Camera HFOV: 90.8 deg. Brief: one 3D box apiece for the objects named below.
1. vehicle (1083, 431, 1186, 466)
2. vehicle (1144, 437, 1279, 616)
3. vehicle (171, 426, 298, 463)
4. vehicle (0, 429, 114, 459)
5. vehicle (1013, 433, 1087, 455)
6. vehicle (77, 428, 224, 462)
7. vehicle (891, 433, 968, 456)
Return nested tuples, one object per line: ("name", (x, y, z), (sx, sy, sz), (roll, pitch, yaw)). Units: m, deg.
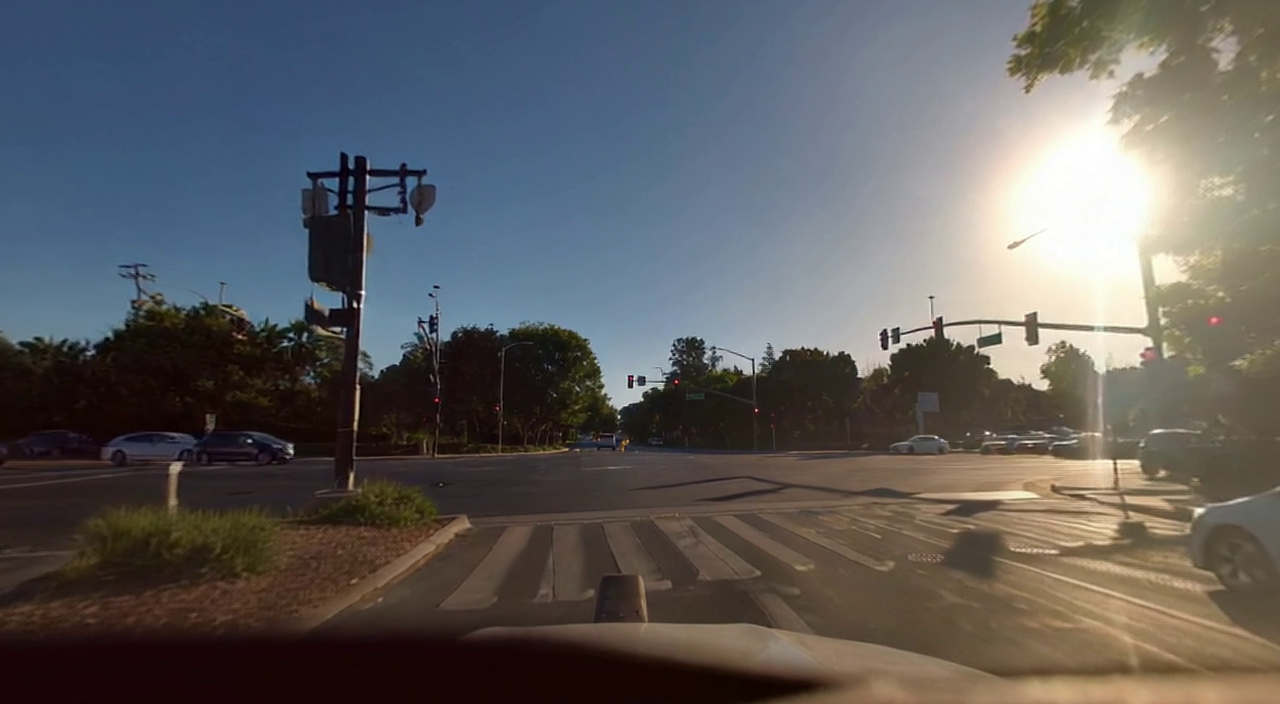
("vehicle", (23.501, 4.577, 30.013), (4.515, 1.543, 1.872), (4, -9, -25))
("vehicle", (6.059, 1.286, 4.281), (1.815, 1.417, 4.125), (0, -8, -1))
("vehicle", (-17.879, 4.114, 28.103), (4.331, 1.544, 1.896), (3, -9, -18))
("vehicle", (-30.562, 4.751, 32.608), (4.683, 1.495, 2.119), (3, -9, -18))
("vehicle", (30.130, 6.752, 46.406), (4.481, 1.561, 2.001), (3, -9, -16))
("vehicle", (-22.488, 4.320, 29.245), (4.912, 1.485, 1.922), (3, -9, -16))
("vehicle", (19.494, 6.251, 42.621), (4.516, 1.468, 1.962), (3, -9, -19))
